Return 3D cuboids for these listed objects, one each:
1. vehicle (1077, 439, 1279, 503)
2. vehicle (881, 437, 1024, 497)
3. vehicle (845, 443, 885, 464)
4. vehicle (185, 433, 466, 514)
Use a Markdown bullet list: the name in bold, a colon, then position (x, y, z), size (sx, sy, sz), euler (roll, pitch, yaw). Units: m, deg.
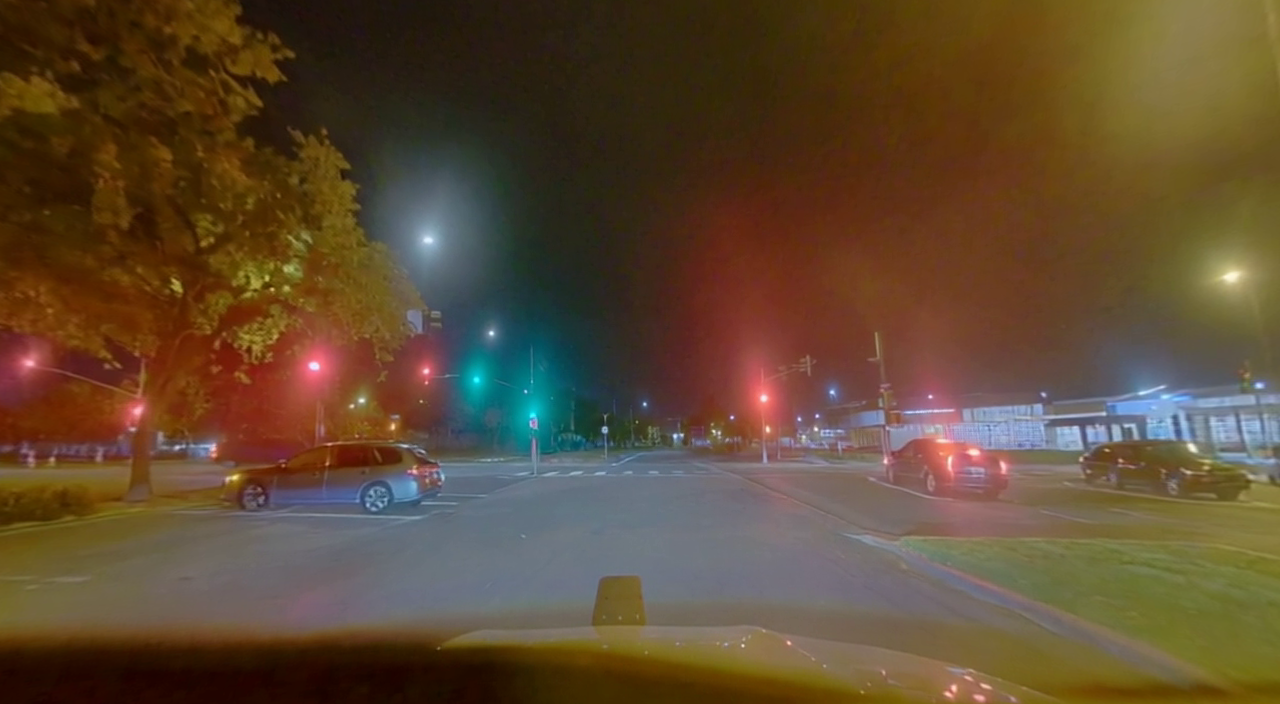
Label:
- **vehicle**: position (14.282, 3.122, 17.111), size (1.951, 1.491, 4.359), euler (0, -8, 4)
- **vehicle**: position (8.928, 3.296, 18.604), size (2.061, 1.519, 4.794), euler (-1, -8, 5)
- **vehicle**: position (16.324, 7.371, 45.994), size (1.824, 1.453, 4.148), euler (-2, -9, 7)
- **vehicle**: position (-6.350, 2.442, 13.083), size (4.792, 1.468, 2.116), euler (-1, -8, 9)
